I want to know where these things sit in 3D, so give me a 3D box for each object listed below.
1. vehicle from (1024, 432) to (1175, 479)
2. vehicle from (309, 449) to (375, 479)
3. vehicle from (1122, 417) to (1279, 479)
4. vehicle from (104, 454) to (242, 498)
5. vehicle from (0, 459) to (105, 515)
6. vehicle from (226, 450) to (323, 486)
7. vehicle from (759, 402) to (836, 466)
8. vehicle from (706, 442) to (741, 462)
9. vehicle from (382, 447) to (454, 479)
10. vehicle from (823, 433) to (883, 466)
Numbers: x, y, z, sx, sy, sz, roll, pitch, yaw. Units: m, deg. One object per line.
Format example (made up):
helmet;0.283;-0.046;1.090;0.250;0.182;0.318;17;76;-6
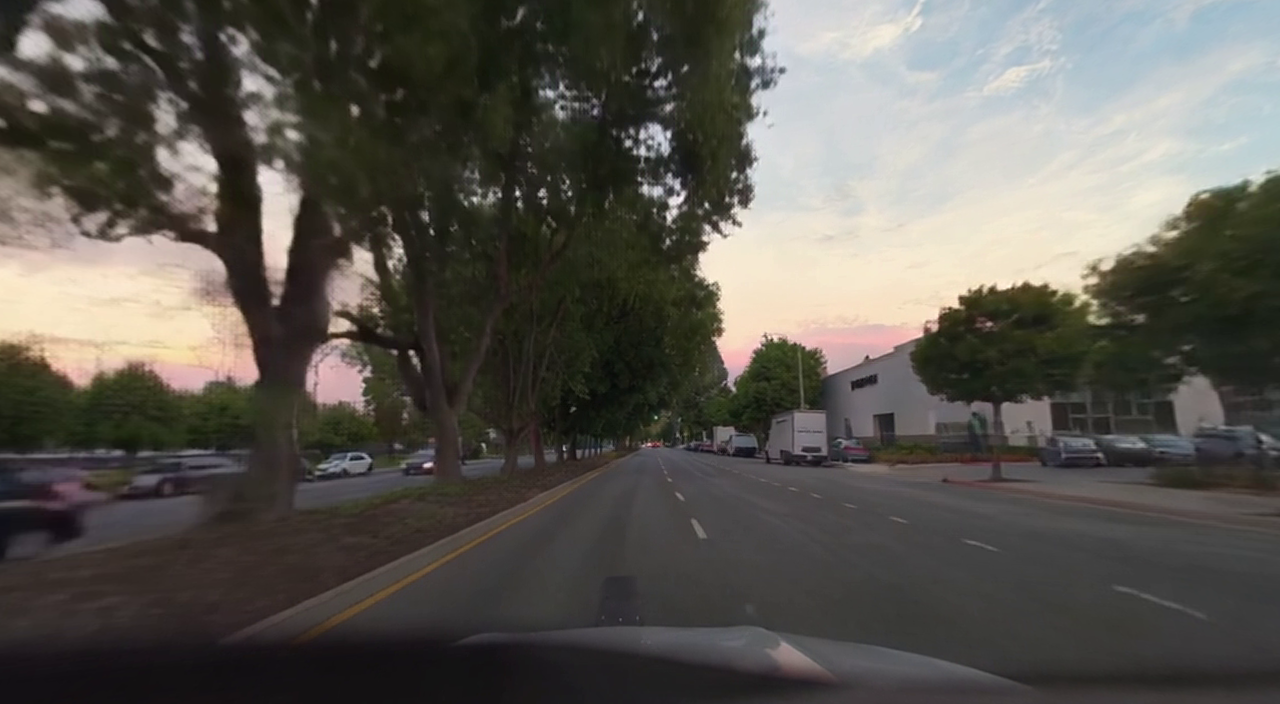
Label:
vehicle;19.587;4.421;27.360;1.979;1.787;5.366;1;-8;-8
vehicle;-17.513;6.546;37.318;1.772;1.480;4.499;-2;-8;-1
vehicle;18.084;2.961;19.553;1.939;1.680;4.668;2;-9;-15
vehicle;-18.624;4.926;25.516;1.787;1.482;4.645;-1;-8;4
vehicle;-18.918;3.985;18.743;1.890;1.468;4.727;-1;-8;1
vehicle;-17.987;5.723;31.397;1.803;1.476;4.590;-2;-8;5
vehicle;10.302;5.580;42.443;2.879;3.765;8.904;-1;-8;1
vehicle;6.246;7.493;47.542;1.972;1.417;4.239;0;-8;-1
vehicle;-10.914;5.452;31.419;1.973;1.442;4.241;-1;-8;2
vehicle;14.244;6.561;42.690;2.203;2.052;5.314;-1;-8;0
